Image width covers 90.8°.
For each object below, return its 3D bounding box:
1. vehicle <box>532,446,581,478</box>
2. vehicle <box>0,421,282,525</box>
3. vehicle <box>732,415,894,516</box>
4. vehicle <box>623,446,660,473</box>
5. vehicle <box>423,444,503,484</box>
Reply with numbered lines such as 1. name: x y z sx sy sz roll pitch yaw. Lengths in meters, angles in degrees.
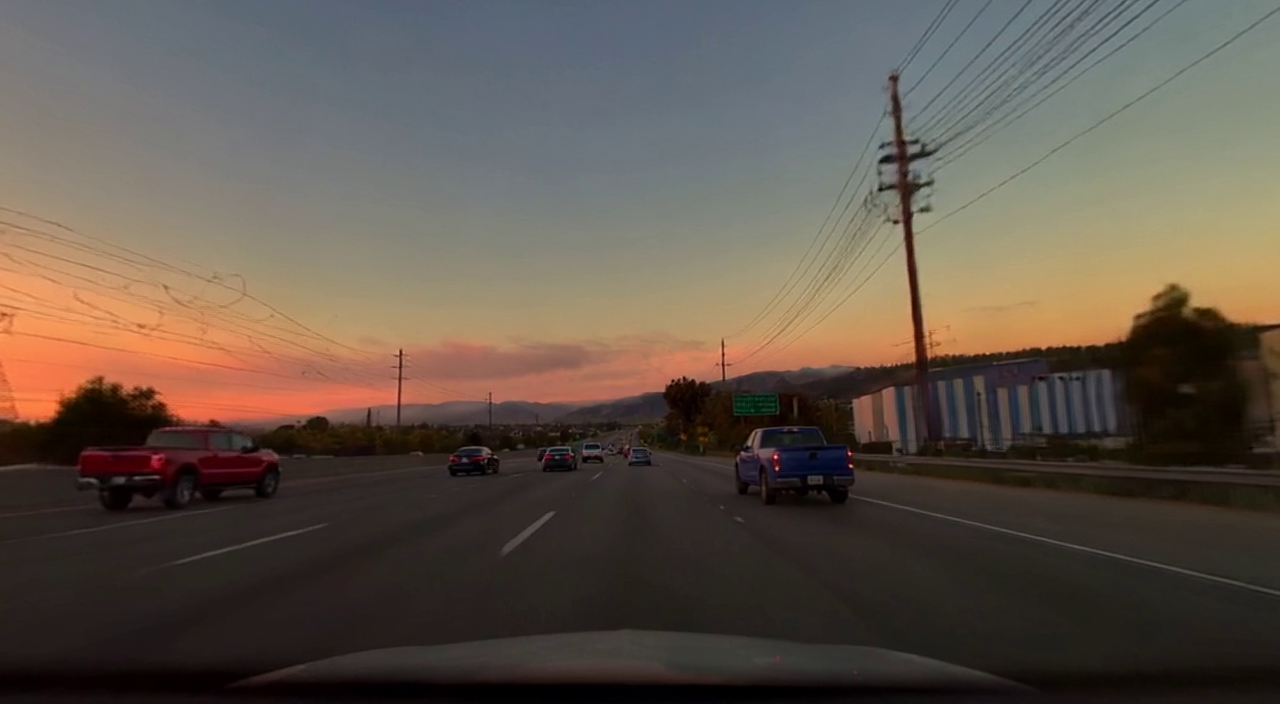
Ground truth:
1. vehicle: -4.089 5.440 31.592 1.938 1.444 4.206 0 -8 -1
2. vehicle: -11.145 2.661 14.562 2.317 1.881 5.903 0 -9 0
3. vehicle: 3.720 2.578 14.807 2.231 1.919 5.086 0 -9 -1
4. vehicle: 0.069 6.215 36.910 2.030 1.471 4.115 0 -8 0
5. vehicle: -7.195 4.586 26.207 1.959 1.496 4.740 0 -8 0
